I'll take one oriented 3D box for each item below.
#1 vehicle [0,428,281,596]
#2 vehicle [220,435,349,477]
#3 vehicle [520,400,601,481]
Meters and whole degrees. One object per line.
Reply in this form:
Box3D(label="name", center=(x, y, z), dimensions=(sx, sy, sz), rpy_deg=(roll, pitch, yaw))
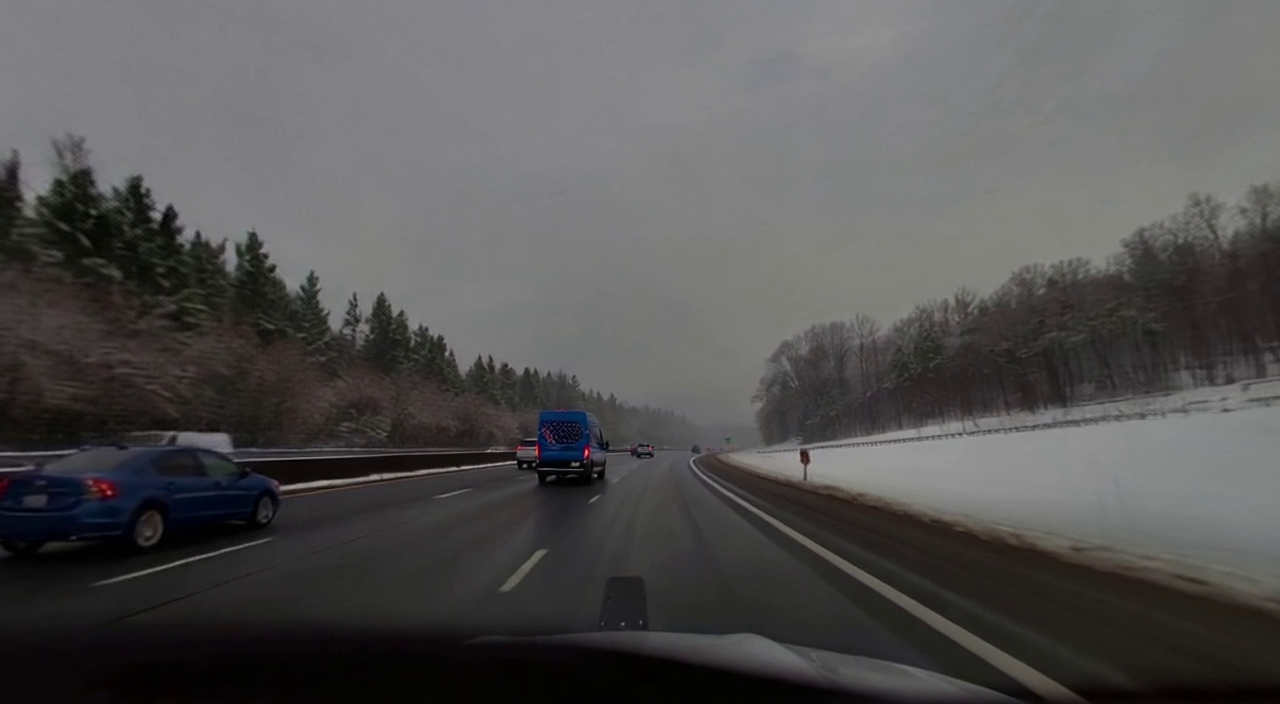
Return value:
Box3D(label="vehicle", center=(-6.473, 1.657, 7.320), dimensions=(1.947, 1.438, 4.440), rpy_deg=(0, -8, 1))
Box3D(label="vehicle", center=(-16.136, 4.757, 29.163), dimensions=(2.295, 1.738, 5.899), rpy_deg=(-1, -8, 3))
Box3D(label="vehicle", center=(-2.986, 3.550, 25.263), dimensions=(2.319, 2.883, 5.632), rpy_deg=(0, -8, 2))
